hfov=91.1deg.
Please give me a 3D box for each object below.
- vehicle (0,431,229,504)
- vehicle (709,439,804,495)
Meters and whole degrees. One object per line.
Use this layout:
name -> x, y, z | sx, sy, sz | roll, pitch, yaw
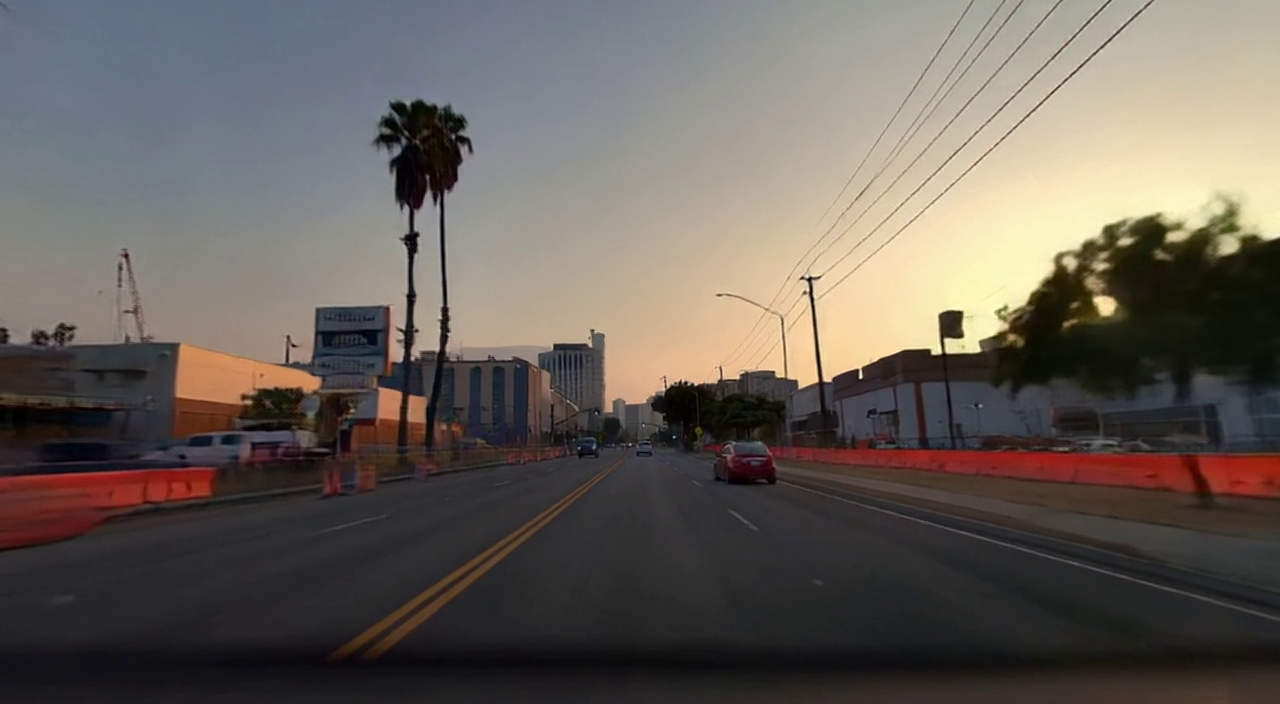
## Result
vehicle -> -18.221, 3.754, 20.939 | 6.969, 2.132, 2.716 | 8, -12, -44
vehicle -> 3.550, 3.590, 20.105 | 2.148, 1.562, 4.642 | 0, -8, 0
